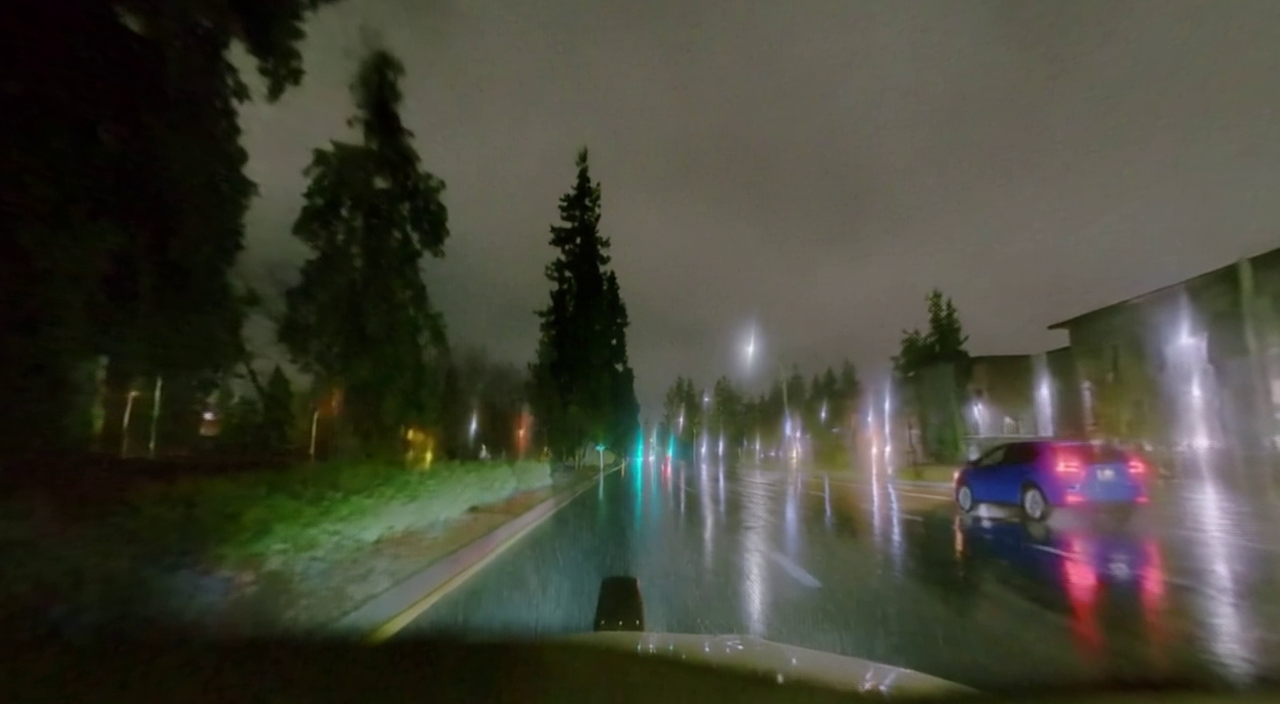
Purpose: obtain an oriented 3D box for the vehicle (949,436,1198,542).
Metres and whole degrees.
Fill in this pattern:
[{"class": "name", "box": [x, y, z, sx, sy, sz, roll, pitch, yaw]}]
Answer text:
[{"class": "vehicle", "box": [7.193, 2.262, 10.992, 1.797, 1.518, 3.433, 0, -9, -1]}]
